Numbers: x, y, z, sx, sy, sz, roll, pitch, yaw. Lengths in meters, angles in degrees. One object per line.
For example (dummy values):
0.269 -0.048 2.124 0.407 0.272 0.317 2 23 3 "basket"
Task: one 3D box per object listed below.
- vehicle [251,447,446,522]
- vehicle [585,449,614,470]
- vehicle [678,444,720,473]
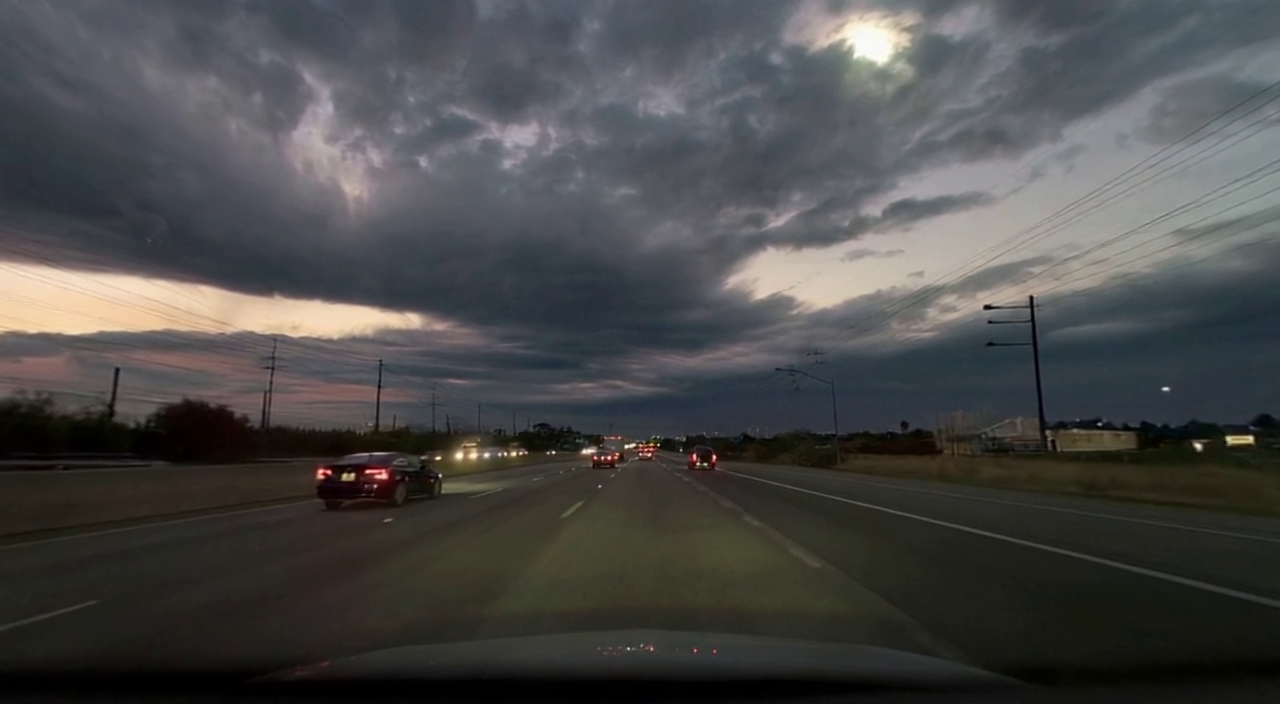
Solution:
-6.476 2.984 14.844 2.127 1.446 5.008 0 -9 1 "vehicle"
-3.084 8.262 48.577 2.004 1.498 4.043 0 -9 0 "vehicle"
3.859 7.048 41.816 2.214 1.799 4.627 0 -9 -1 "vehicle"
